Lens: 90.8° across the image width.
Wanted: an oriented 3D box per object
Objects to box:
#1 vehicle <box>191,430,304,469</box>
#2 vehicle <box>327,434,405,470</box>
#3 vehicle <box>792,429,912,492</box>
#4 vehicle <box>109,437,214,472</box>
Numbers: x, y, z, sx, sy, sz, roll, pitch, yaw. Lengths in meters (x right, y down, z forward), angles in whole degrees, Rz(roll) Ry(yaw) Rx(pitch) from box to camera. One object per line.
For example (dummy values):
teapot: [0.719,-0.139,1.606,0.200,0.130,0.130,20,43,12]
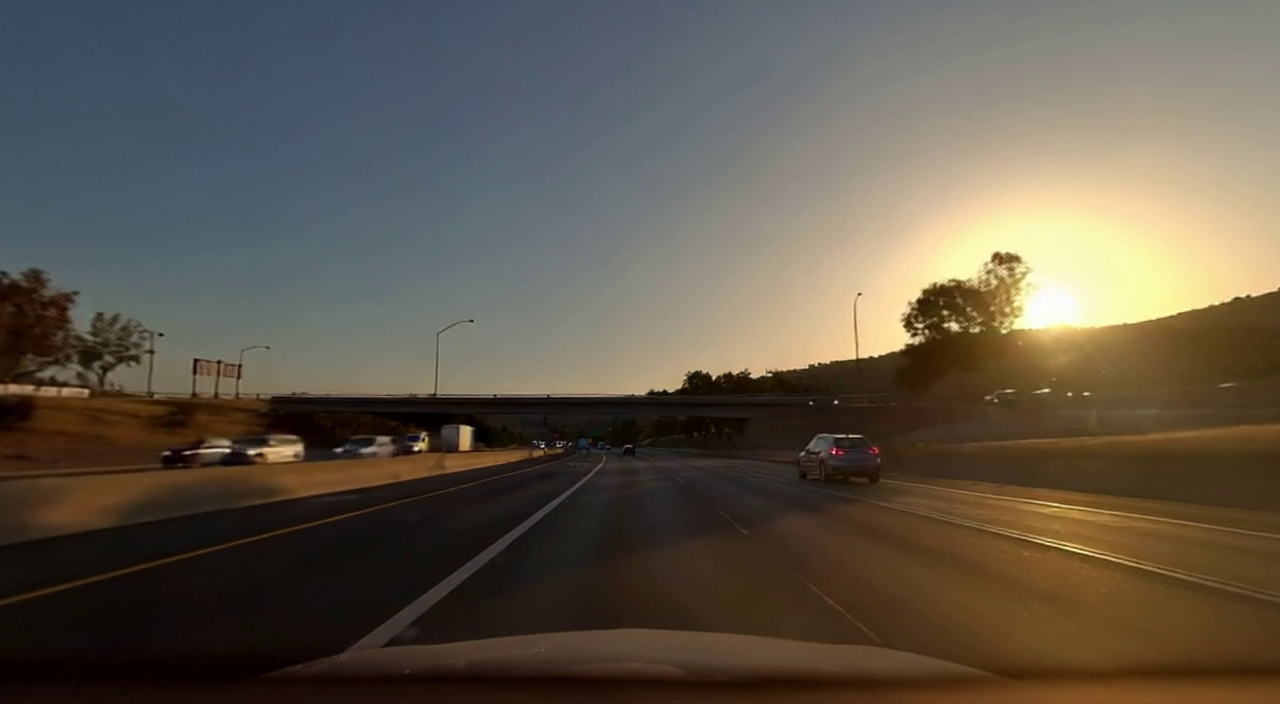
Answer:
vehicle: [-22.582,5.660,36.768,2.733,2.089,6.229,0,-9,-2]
vehicle: [-14.447,5.302,33.613,2.078,1.773,4.681,0,-9,-1]
vehicle: [6.446,3.352,19.865,2.104,1.723,4.538,0,-9,-2]
vehicle: [-26.359,5.644,35.032,2.035,1.768,4.852,0,-9,-1]
